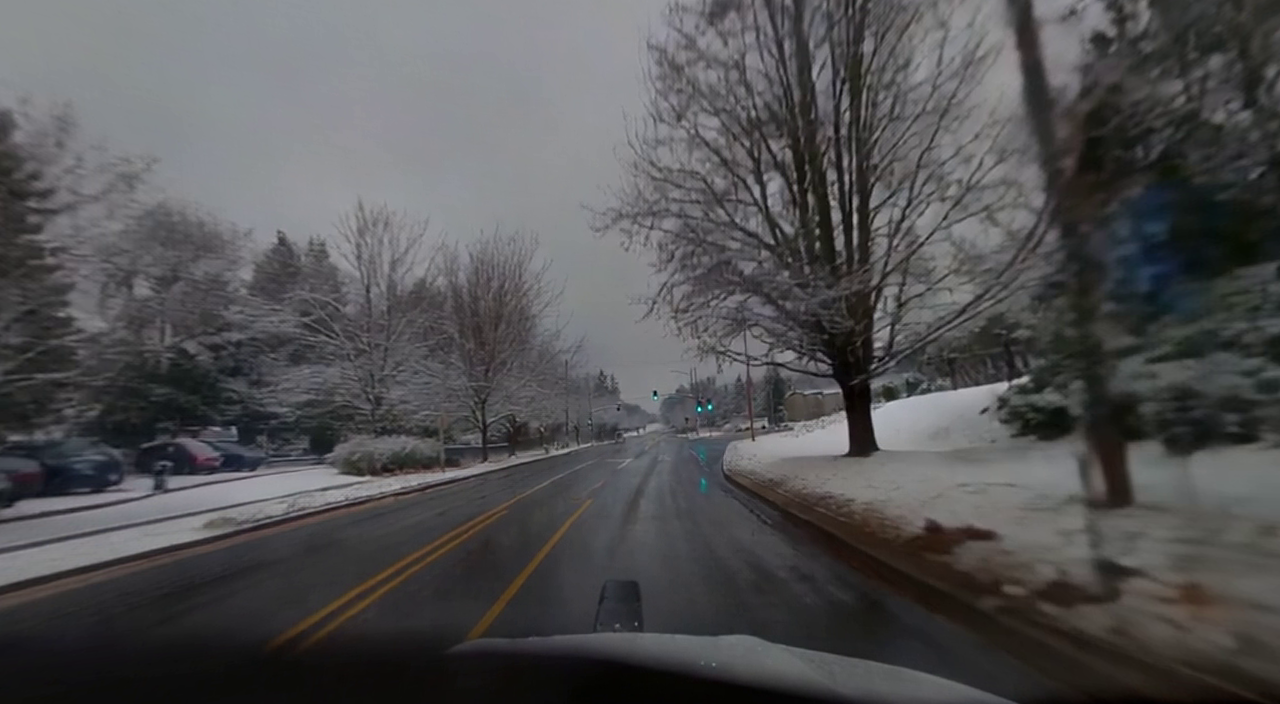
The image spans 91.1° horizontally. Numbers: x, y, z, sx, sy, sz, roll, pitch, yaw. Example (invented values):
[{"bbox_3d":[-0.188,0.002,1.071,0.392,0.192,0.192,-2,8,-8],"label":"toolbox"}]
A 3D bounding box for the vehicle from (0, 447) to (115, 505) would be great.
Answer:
[{"bbox_3d":[-19.550,3.892,19.894,4.342,1.651,1.966,6,-10,-38],"label":"vehicle"}]

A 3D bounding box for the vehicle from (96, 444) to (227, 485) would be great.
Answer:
[{"bbox_3d":[-20.074,4.657,26.463,4.187,1.510,1.857,6,-11,-40],"label":"vehicle"}]
